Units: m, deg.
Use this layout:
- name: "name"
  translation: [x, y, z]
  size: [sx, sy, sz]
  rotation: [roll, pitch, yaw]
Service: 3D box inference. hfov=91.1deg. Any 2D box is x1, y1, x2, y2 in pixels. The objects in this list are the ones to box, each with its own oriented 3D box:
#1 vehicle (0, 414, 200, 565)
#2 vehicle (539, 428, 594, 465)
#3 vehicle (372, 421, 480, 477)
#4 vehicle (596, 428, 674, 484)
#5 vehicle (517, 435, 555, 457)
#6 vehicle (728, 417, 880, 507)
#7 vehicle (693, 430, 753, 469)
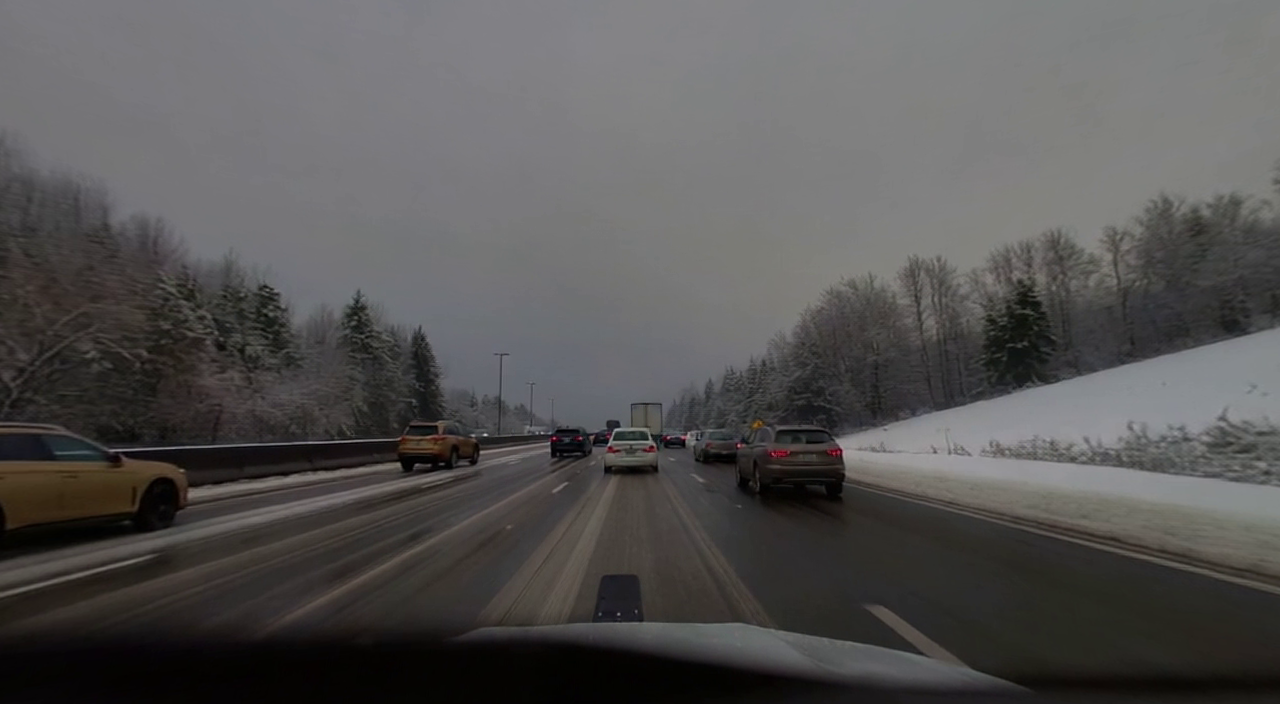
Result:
- name: "vehicle"
  translation: [-7.470, 1.511, 7.212]
  size: [1.934, 1.526, 3.966]
  rotation: [0, -8, 0]
- name: "vehicle"
  translation: [-3.537, 4.626, 30.992]
  size: [2.064, 1.672, 4.277]
  rotation: [0, -8, 1]
- name: "vehicle"
  translation: [-7.473, 3.424, 22.542]
  size: [2.117, 1.779, 4.745]
  rotation: [0, -8, 1]
- name: "vehicle"
  translation: [-0.143, 3.119, 19.272]
  size: [2.111, 1.494, 4.364]
  rotation: [0, -8, 0]
- name: "vehicle"
  translation: [-7.042, 6.382, 42.966]
  size: [1.896, 1.429, 4.348]
  rotation: [0, -8, 0]
- name: "vehicle"
  translation: [3.348, 2.326, 13.831]
  size: [2.095, 1.650, 4.331]
  rotation: [0, -8, -1]
- name: "vehicle"
  translation: [3.487, 4.196, 27.358]
  size: [1.972, 1.516, 4.514]
  rotation: [0, -8, 0]
